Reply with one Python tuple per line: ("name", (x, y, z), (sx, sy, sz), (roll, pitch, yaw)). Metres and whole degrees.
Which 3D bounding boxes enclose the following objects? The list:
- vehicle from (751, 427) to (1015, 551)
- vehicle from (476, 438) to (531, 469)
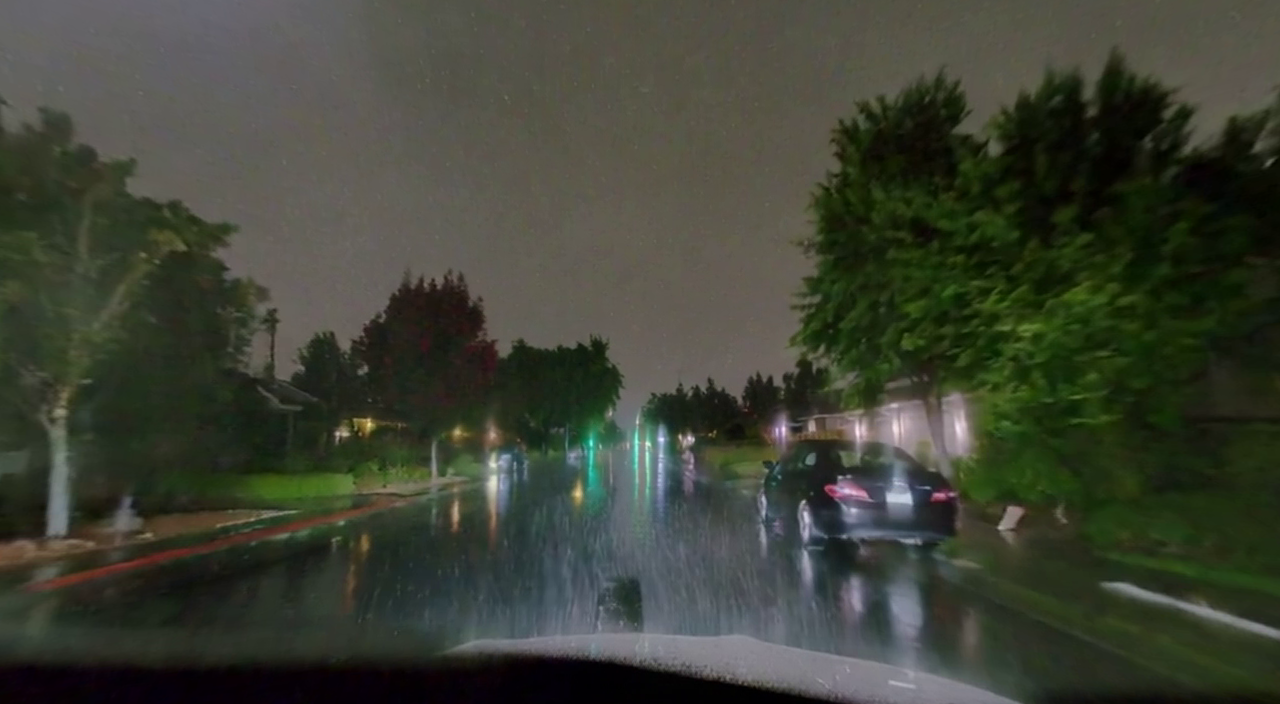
("vehicle", (3.529, 2.130, 10.631), (2.291, 1.546, 5.204), (0, -9, -1))
("vehicle", (-8.595, 6.507, 40.288), (2.352, 1.843, 4.979), (0, -10, 0))
